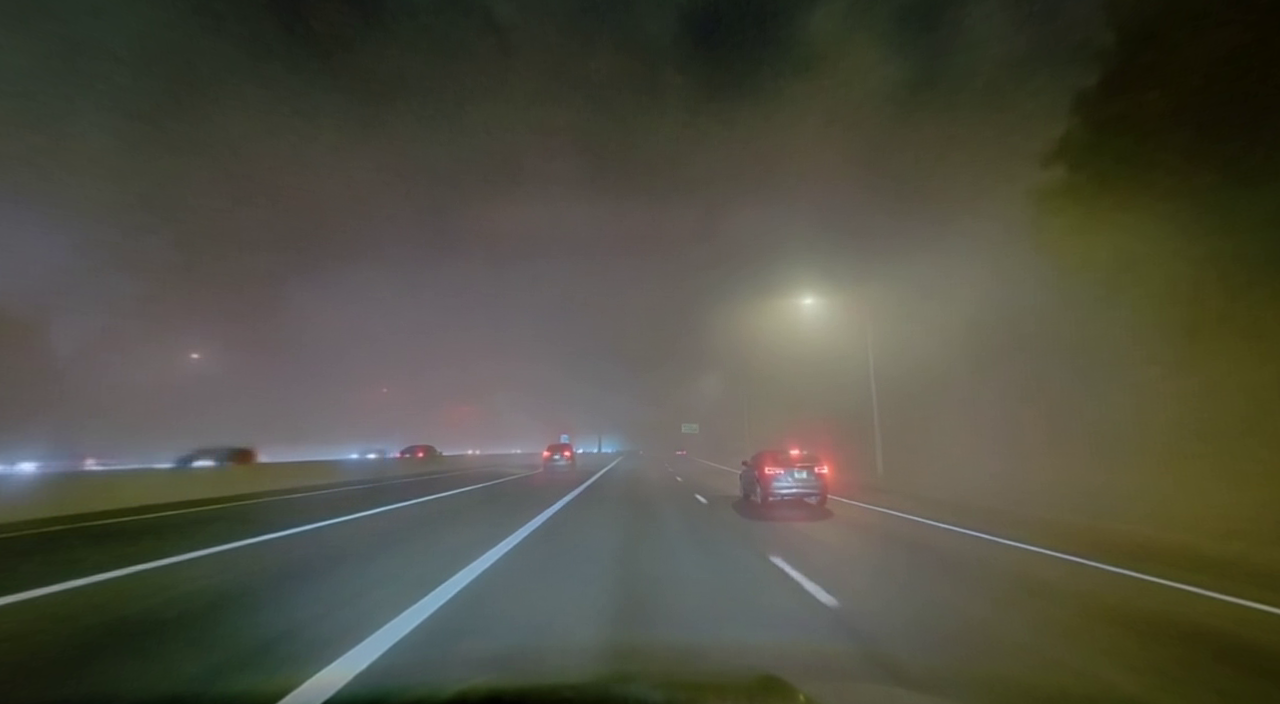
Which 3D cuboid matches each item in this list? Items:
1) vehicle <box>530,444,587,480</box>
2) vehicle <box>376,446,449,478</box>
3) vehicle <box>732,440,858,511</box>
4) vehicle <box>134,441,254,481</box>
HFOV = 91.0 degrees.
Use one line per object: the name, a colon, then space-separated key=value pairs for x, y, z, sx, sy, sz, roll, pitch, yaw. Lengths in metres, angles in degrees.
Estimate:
vehicle: x=-3.752 y=5.158 z=29.886 sx=2.072 sy=1.545 sz=4.687 roll=0 pitch=-9 yaw=0
vehicle: x=-11.505 y=5.578 z=32.235 sx=1.919 sy=1.497 sz=4.765 roll=0 pitch=-9 yaw=0
vehicle: x=3.721 y=3.046 z=16.011 sx=2.079 sy=1.535 sz=4.316 roll=0 pitch=-9 yaw=0
vehicle: x=-20.067 y=4.932 z=28.661 sx=2.019 sy=1.648 sz=4.702 roll=0 pitch=-9 yaw=0
